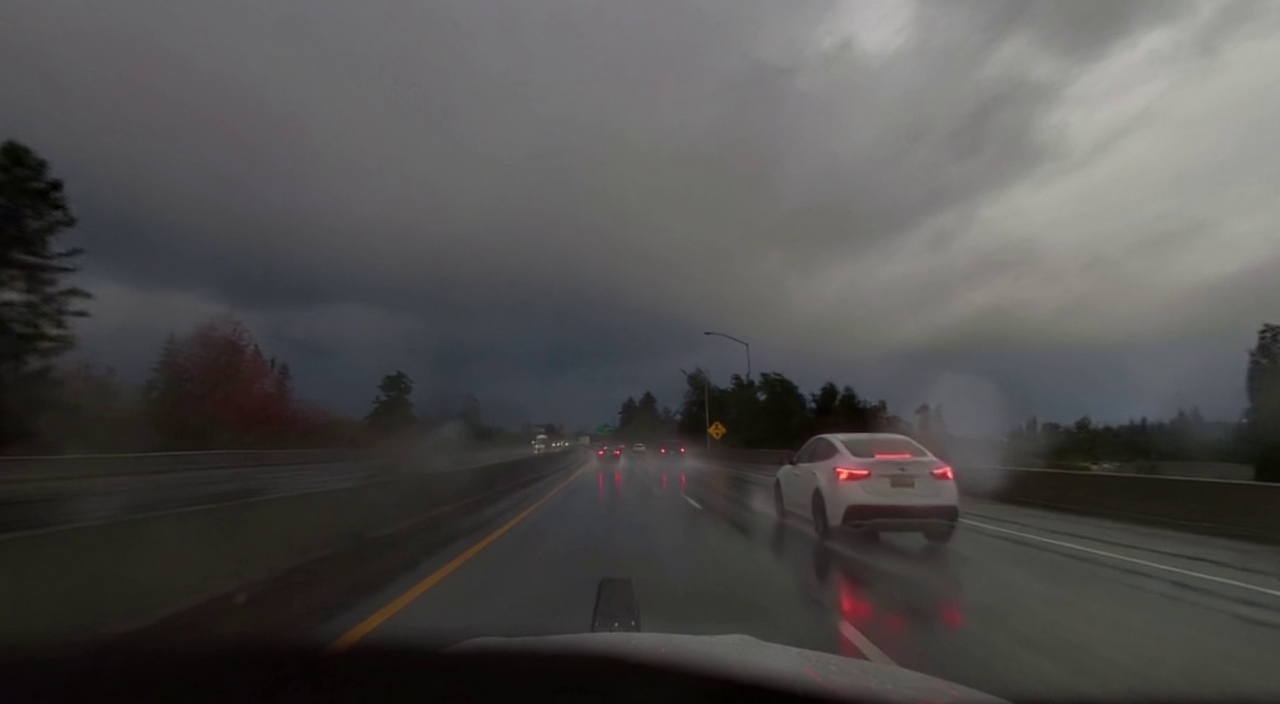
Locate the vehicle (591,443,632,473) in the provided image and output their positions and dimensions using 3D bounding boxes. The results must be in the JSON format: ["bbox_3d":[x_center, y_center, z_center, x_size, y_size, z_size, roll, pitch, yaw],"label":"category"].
[{"bbox_3d":[-1.652,5.964,35.665,2.178,1.559,4.254,0,-8,-3],"label":"vehicle"}]

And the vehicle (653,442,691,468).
[{"bbox_3d":[2.004,6.676,40.942,2.146,1.546,3.796,0,-8,-2],"label":"vehicle"}]

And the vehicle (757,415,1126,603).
[{"bbox_3d":[3.071,1.718,7.985,2.055,1.566,5.046,0,-8,-2],"label":"vehicle"}]
